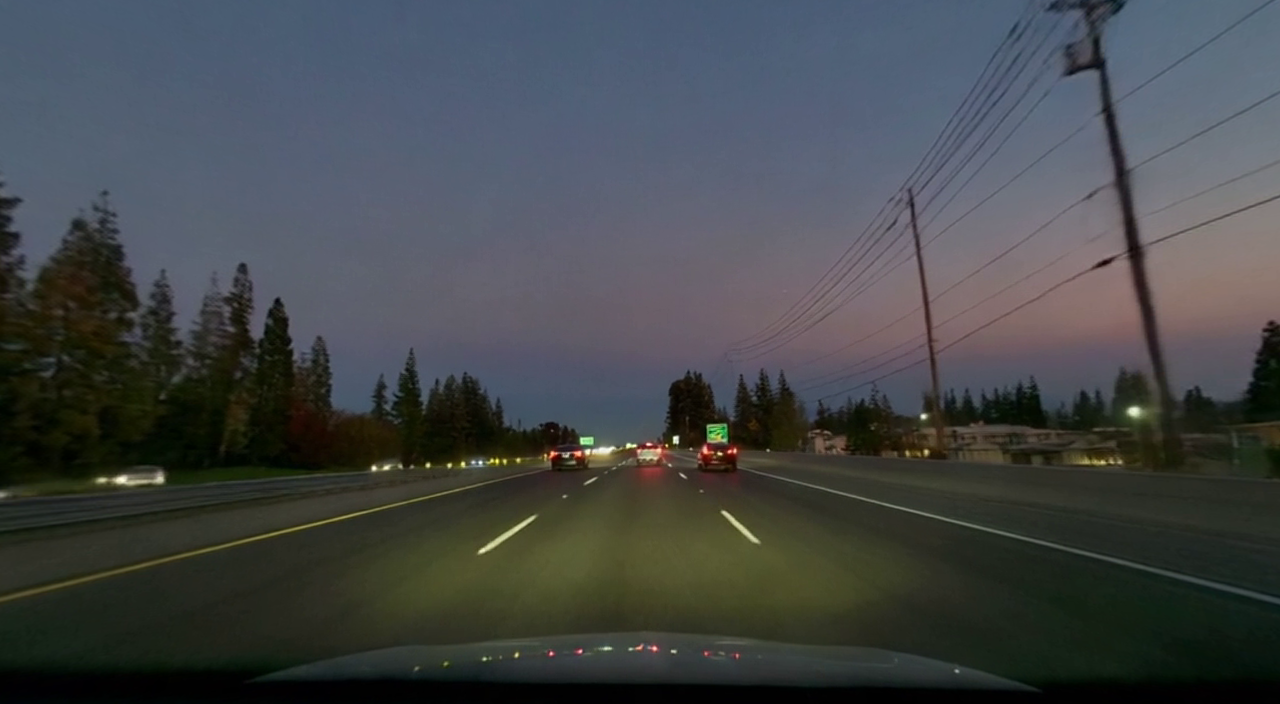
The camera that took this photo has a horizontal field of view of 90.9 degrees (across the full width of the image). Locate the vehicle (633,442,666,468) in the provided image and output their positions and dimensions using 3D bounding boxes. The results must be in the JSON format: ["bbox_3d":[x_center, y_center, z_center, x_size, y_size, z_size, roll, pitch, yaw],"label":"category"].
[{"bbox_3d":[0.603,6.777,41.863,2.049,1.620,4.153,0,-8,0],"label":"vehicle"}]

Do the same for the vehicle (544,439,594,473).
[{"bbox_3d":[-3.932,5.831,35.751,2.217,1.773,4.553,0,-8,1],"label":"vehicle"}]

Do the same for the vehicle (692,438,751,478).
[{"bbox_3d":[3.438,4.540,27.232,1.996,1.579,3.841,0,-8,-1],"label":"vehicle"}]

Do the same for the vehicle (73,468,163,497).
[{"bbox_3d":[-35.224,8.805,42.789,1.944,1.663,4.832,0,-8,0],"label":"vehicle"}]
